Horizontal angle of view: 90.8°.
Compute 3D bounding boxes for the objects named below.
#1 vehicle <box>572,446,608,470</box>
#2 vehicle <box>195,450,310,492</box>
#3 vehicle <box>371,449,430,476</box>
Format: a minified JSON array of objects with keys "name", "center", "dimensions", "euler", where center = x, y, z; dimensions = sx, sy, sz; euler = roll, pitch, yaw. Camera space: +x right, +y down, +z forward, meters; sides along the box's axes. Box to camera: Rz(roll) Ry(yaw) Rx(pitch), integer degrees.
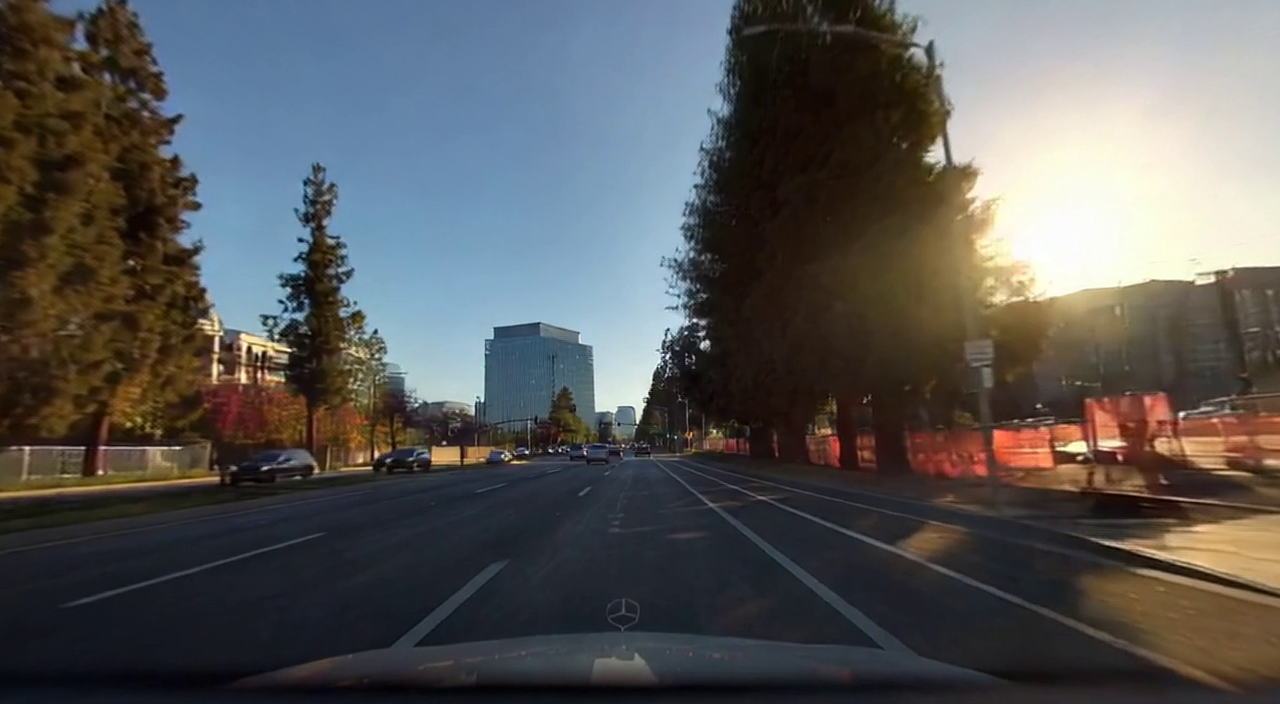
[{"name":"vehicle","center":[-3.491,7.490,44.838],"dimensions":[2.121,1.654,3.993],"euler":[0,-8,1]},{"name":"vehicle","center":[-15.448,4.718,25.493],"dimensions":[1.899,1.518,4.305],"euler":[0,-8,0]},{"name":"vehicle","center":[-15.242,7.046,40.464],"dimensions":[1.974,1.602,4.542],"euler":[0,-8,1]}]
